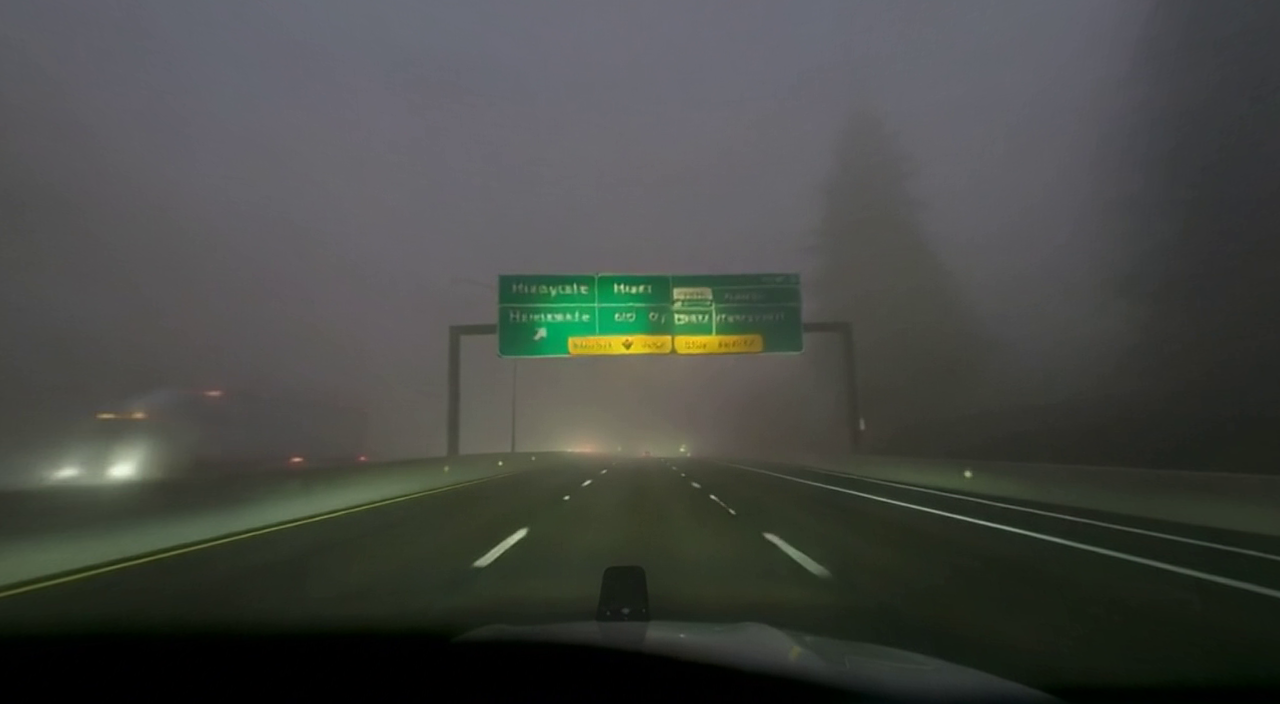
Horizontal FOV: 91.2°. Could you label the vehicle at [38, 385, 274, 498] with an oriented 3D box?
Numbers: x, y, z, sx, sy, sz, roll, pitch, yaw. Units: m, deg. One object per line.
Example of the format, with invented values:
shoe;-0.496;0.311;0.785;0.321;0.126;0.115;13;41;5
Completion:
vehicle;-20.547;3.977;27.761;3.117;4.122;8.923;0;-9;0
